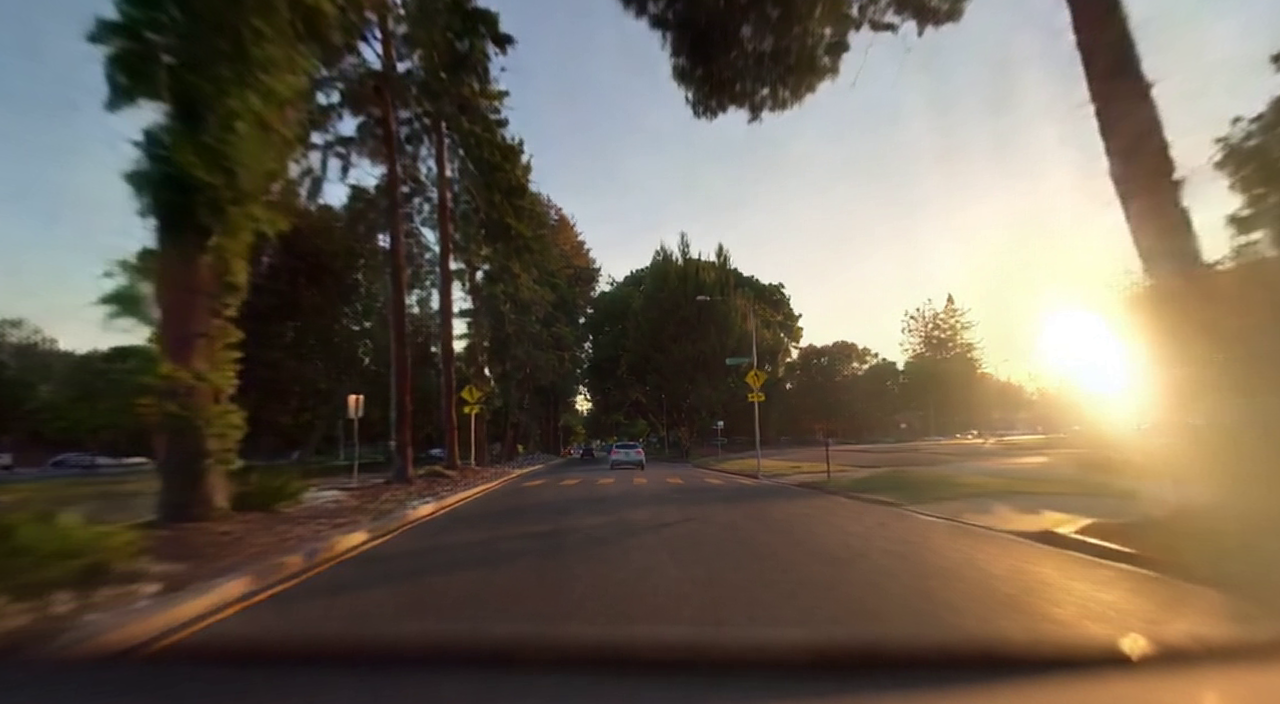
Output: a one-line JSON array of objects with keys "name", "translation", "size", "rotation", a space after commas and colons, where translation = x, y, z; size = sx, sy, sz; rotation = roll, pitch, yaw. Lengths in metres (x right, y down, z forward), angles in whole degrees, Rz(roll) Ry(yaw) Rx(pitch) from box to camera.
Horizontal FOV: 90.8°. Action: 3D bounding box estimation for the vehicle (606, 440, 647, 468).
[{"name": "vehicle", "translation": [-0.852, 5.921, 36.861], "size": [2.142, 1.501, 4.273], "rotation": [0, -8, -5]}]
